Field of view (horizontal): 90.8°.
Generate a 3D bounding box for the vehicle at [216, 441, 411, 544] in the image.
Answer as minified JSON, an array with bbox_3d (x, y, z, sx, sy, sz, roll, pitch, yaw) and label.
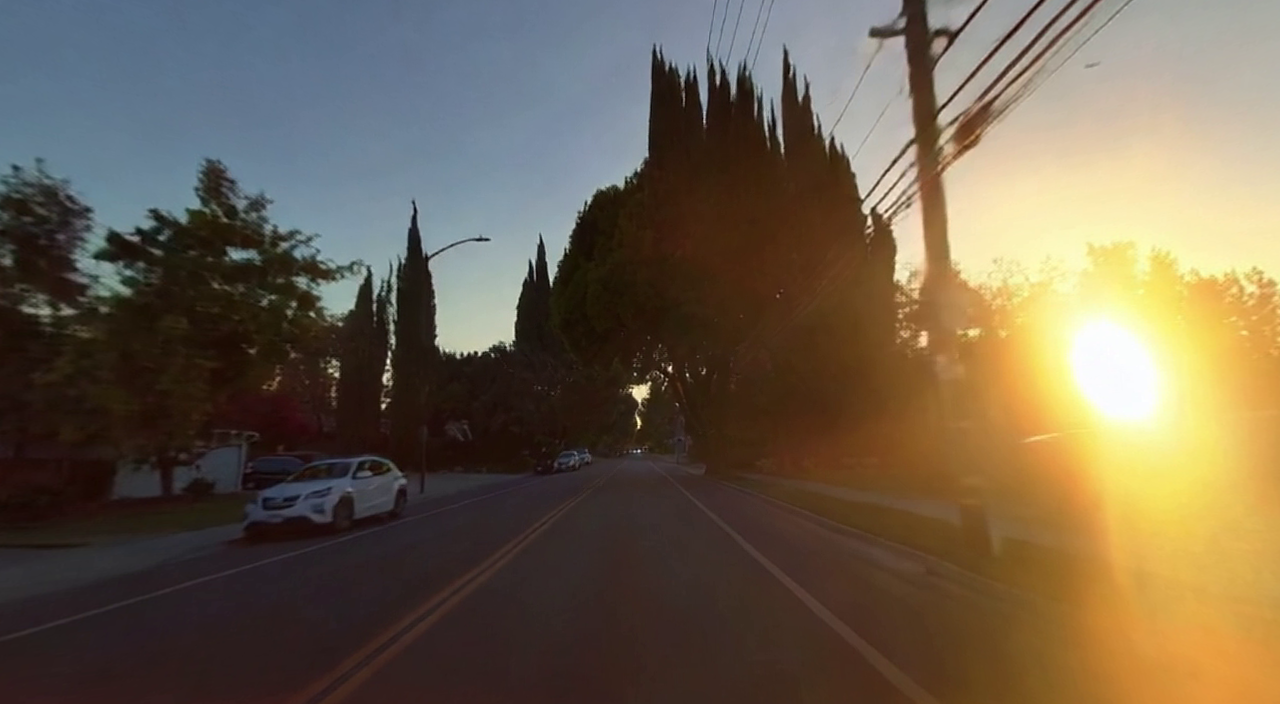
[{"bbox_3d":[-6.694,2.922,13.649,1.923,1.687,4.511,-4,-10,-1],"label":"vehicle"}]
